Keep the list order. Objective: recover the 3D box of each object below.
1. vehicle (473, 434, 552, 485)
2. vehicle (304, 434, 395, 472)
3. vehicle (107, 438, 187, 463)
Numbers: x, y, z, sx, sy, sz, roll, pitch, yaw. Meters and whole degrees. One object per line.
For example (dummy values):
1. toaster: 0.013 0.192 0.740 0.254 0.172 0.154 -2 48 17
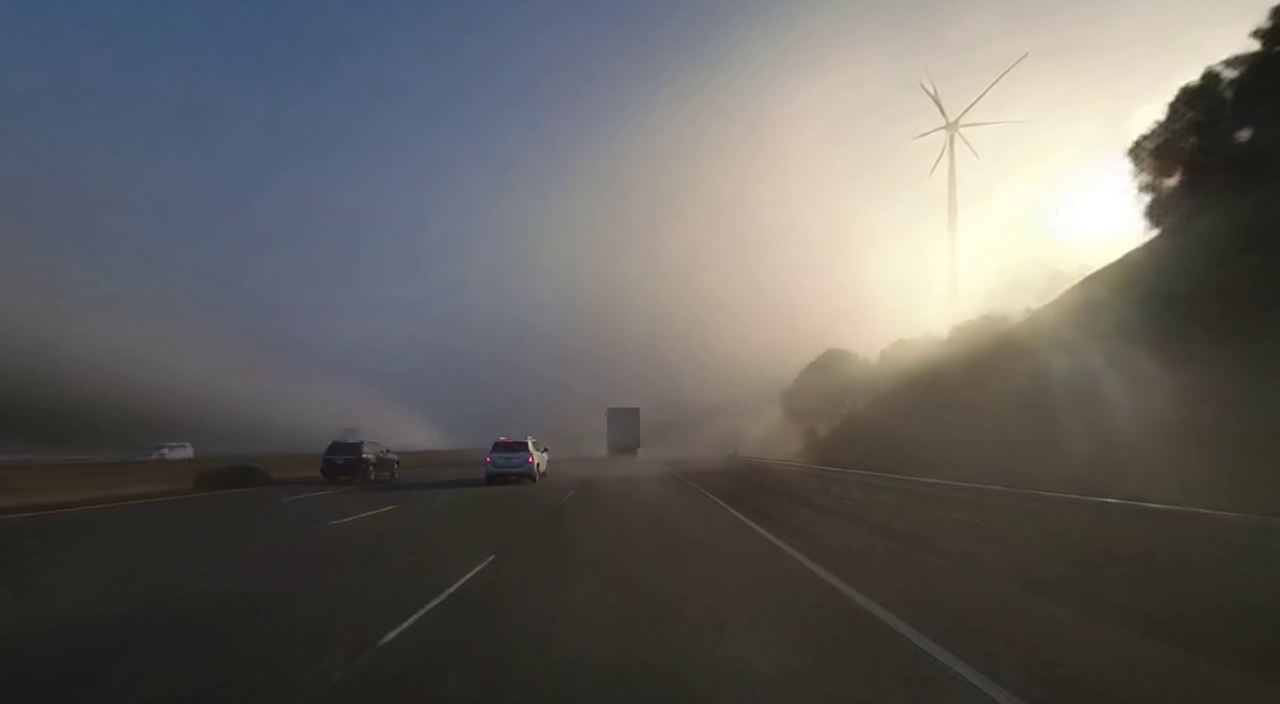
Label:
1. vehicle: -4.545 3.895 23.002 2.109 1.684 3.783 0 -8 -1
2. vehicle: -15.257 5.363 33.450 2.285 1.835 5.672 0 -8 -2
3. vehicle: -34.003 6.797 43.507 1.928 1.606 4.642 0 -8 -3
